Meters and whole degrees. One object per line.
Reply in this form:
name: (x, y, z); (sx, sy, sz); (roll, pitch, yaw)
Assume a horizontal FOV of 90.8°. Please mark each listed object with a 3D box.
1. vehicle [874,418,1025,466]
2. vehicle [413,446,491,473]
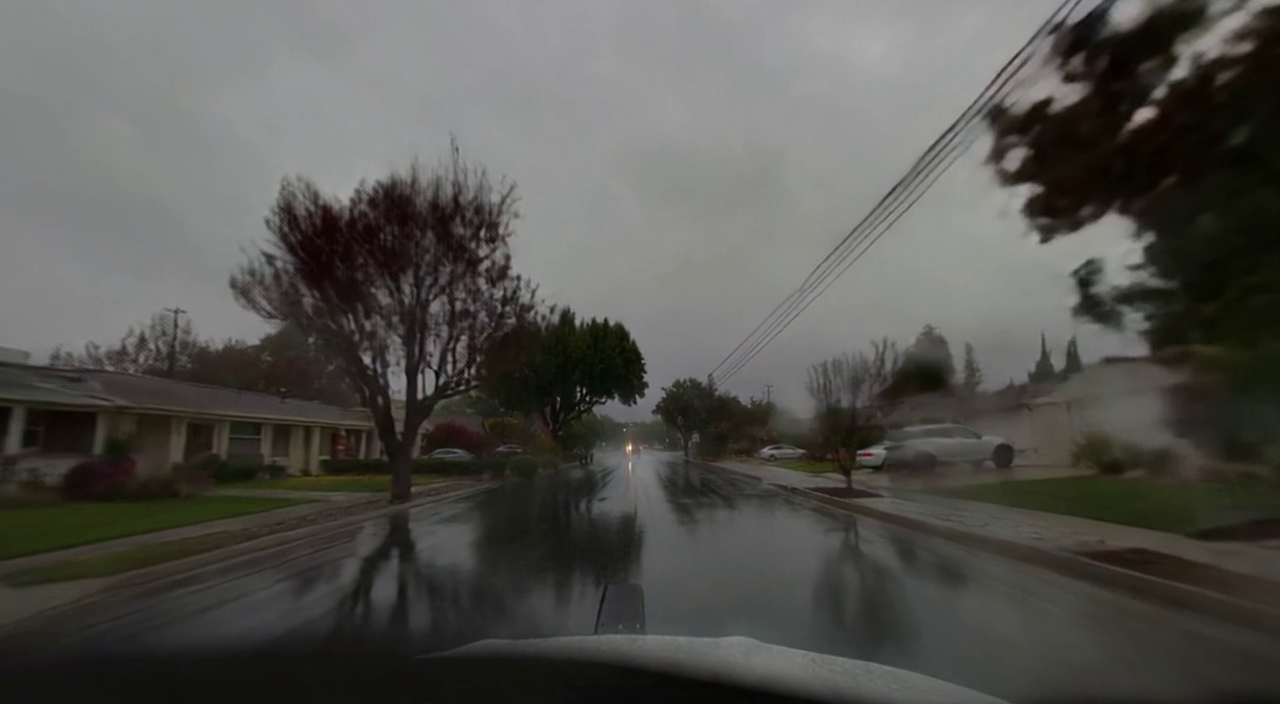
vehicle: (12.780, 3.788, 26.411); (5.049, 1.845, 2.327); (-1, -9, 0)
vehicle: (-13.211, 7.593, 44.738); (4.887, 1.788, 2.006); (1, -9, -3)
